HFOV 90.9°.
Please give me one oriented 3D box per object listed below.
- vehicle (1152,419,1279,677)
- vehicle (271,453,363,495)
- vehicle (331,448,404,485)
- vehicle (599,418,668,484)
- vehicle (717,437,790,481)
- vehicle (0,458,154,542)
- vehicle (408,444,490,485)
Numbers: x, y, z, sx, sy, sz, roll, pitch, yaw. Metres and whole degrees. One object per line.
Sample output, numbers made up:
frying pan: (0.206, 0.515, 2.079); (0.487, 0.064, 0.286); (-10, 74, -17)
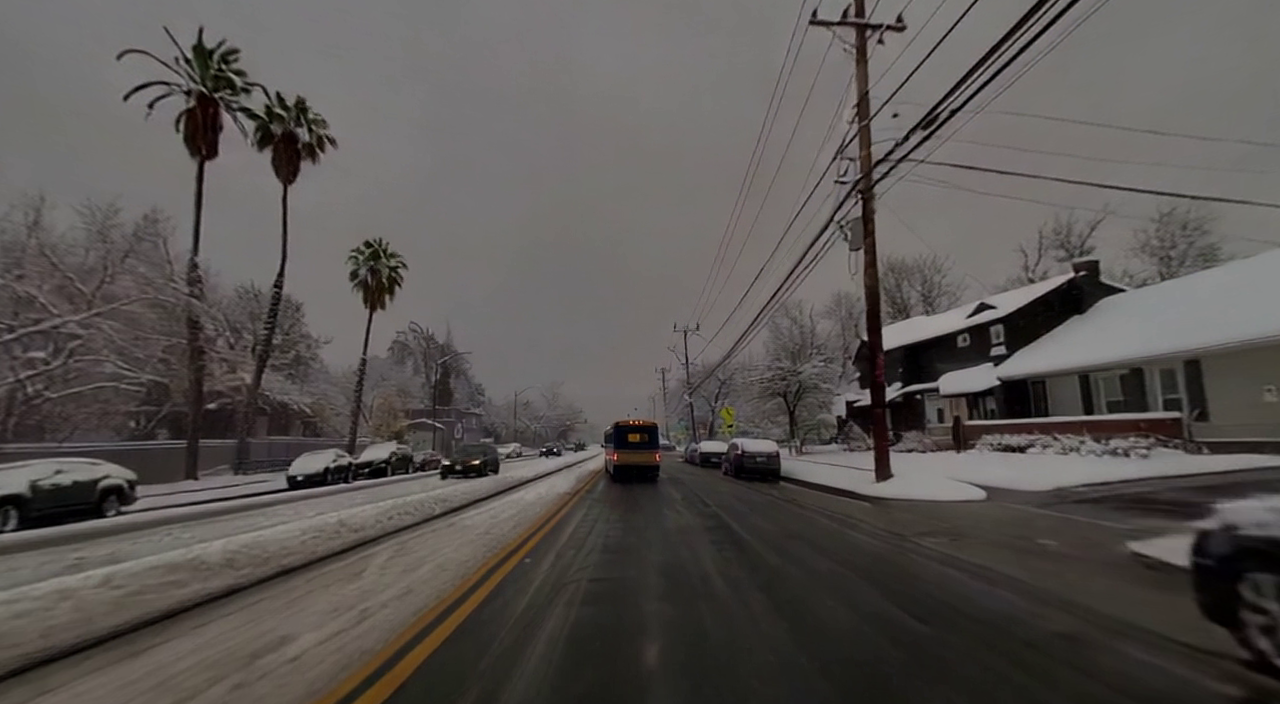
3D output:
vehicle: (4.684, 0.926, 2.295); (2.022, 1.456, 4.246); (0, -8, -1)
vehicle: (-13.143, 4.956, 25.938); (1.841, 1.356, 3.938); (-4, -8, -2)
vehicle: (-13.653, 5.724, 31.898); (1.979, 1.509, 4.763); (-3, -7, -5)
vehicle: (-0.346, 3.451, 22.147); (2.168, 2.040, 4.527); (0, -8, -4)
vehicle: (4.260, 4.075, 24.351); (1.946, 1.530, 4.240); (0, -8, -1)
vehicle: (-12.839, 3.057, 13.108); (2.004, 1.441, 4.572); (-3, -8, -3)
vehicle: (-7.254, 4.295, 24.449); (1.844, 1.453, 4.414); (0, -8, -1)
